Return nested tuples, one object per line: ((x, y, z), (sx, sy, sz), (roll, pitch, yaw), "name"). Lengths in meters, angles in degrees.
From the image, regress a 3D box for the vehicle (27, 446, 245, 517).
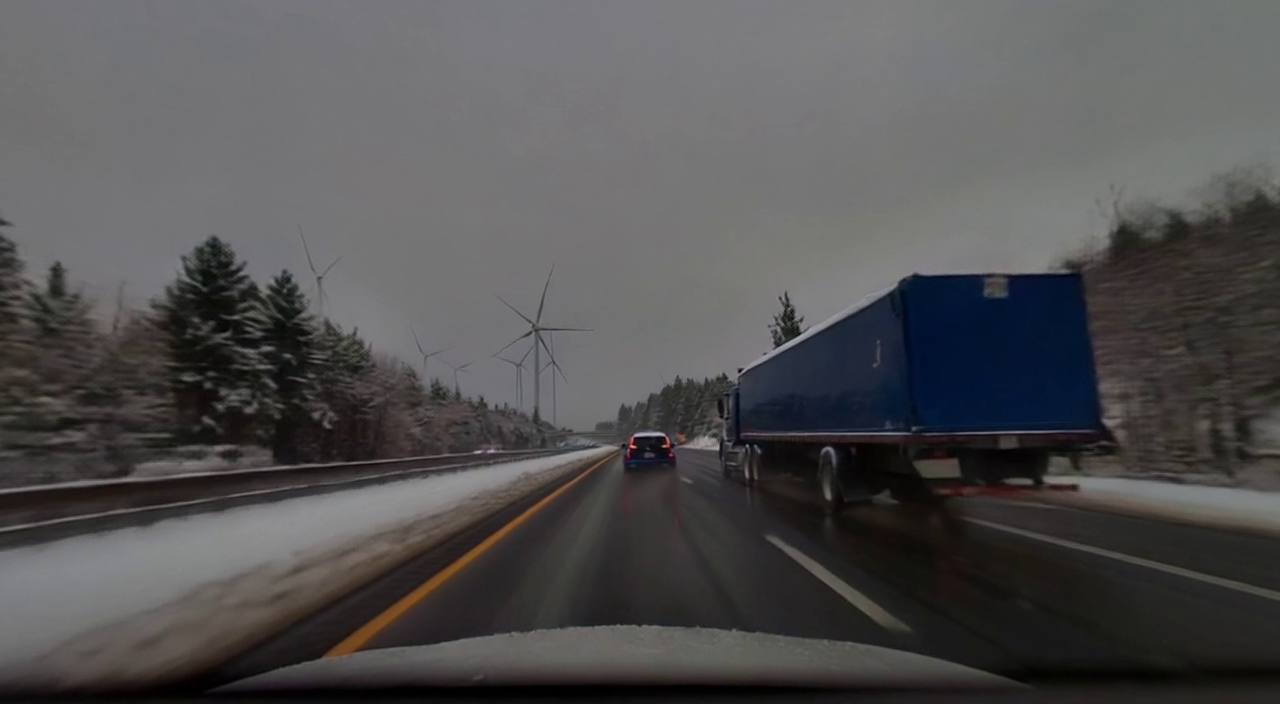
((-12.653, 3.211, 16.278), (1.889, 1.480, 4.553), (0, -8, 0), "vehicle")

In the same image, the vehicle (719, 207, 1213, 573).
((4.534, 1.331, 14.508), (3.129, 4.126, 14.913), (0, -8, -1), "vehicle")

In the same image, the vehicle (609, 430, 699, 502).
((0.298, 2.891, 16.524), (2.038, 1.624, 4.312), (0, -8, 0), "vehicle")
